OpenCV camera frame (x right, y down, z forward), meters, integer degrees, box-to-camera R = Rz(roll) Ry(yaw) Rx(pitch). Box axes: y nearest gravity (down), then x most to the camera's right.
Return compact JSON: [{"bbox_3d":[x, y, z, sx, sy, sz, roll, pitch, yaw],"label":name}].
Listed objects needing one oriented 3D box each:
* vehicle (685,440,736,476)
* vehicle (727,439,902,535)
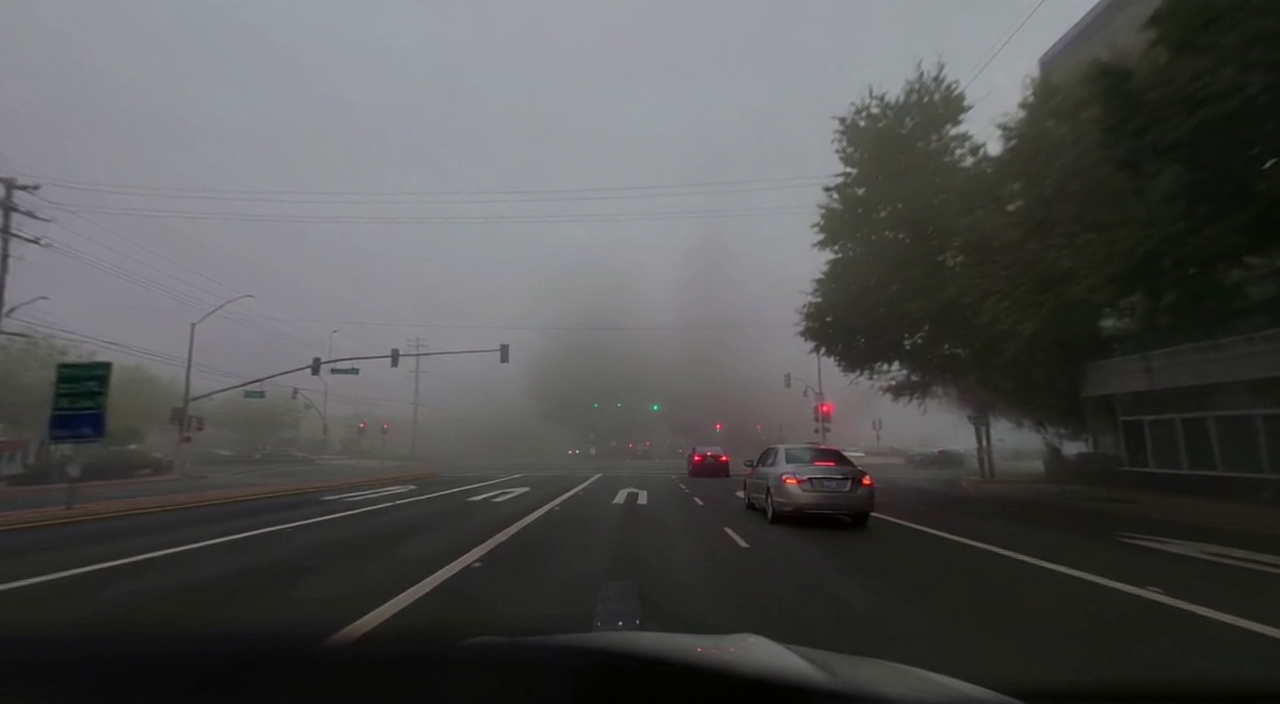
[{"bbox_3d":[3.489,5.370,32.226,2.128,1.699,4.222,0,-8,0],"label":"vehicle"},{"bbox_3d":[3.004,2.407,11.988,2.004,1.455,4.417,0,-8,-1],"label":"vehicle"}]
